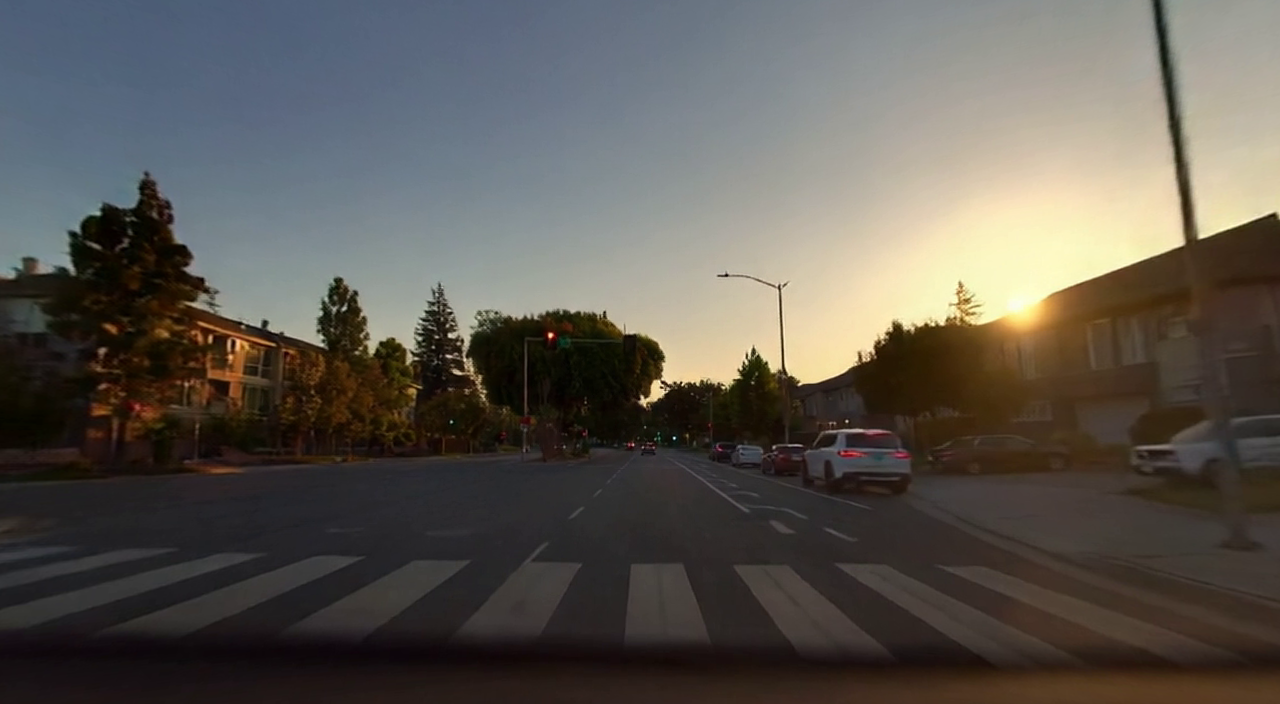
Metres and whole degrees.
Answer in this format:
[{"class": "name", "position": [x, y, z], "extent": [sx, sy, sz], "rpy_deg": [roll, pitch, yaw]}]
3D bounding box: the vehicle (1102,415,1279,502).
[{"class": "vehicle", "position": [12.269, 2.070, 12.414], "extent": [4.585, 1.564, 2.078], "rpy_deg": [-3, -9, 19]}]

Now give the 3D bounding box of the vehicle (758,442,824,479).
[{"class": "vehicle", "position": [6.421, 4.648, 27.381], "extent": [1.936, 1.456, 4.445], "rpy_deg": [0, -9, 2]}]

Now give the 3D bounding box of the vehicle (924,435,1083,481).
[{"class": "vehicle", "position": [12.313, 3.620, 21.735], "extent": [4.452, 1.459, 2.001], "rpy_deg": [-4, -9, 23]}]

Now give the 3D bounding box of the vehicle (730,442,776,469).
[{"class": "vehicle", "position": [6.525, 6.011, 36.819], "extent": [1.976, 1.498, 4.390], "rpy_deg": [0, -9, 1]}]

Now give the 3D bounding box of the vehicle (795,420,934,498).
[{"class": "vehicle", "position": [6.311, 3.089, 18.505], "extent": [2.293, 1.942, 5.004], "rpy_deg": [0, -9, 1]}]
